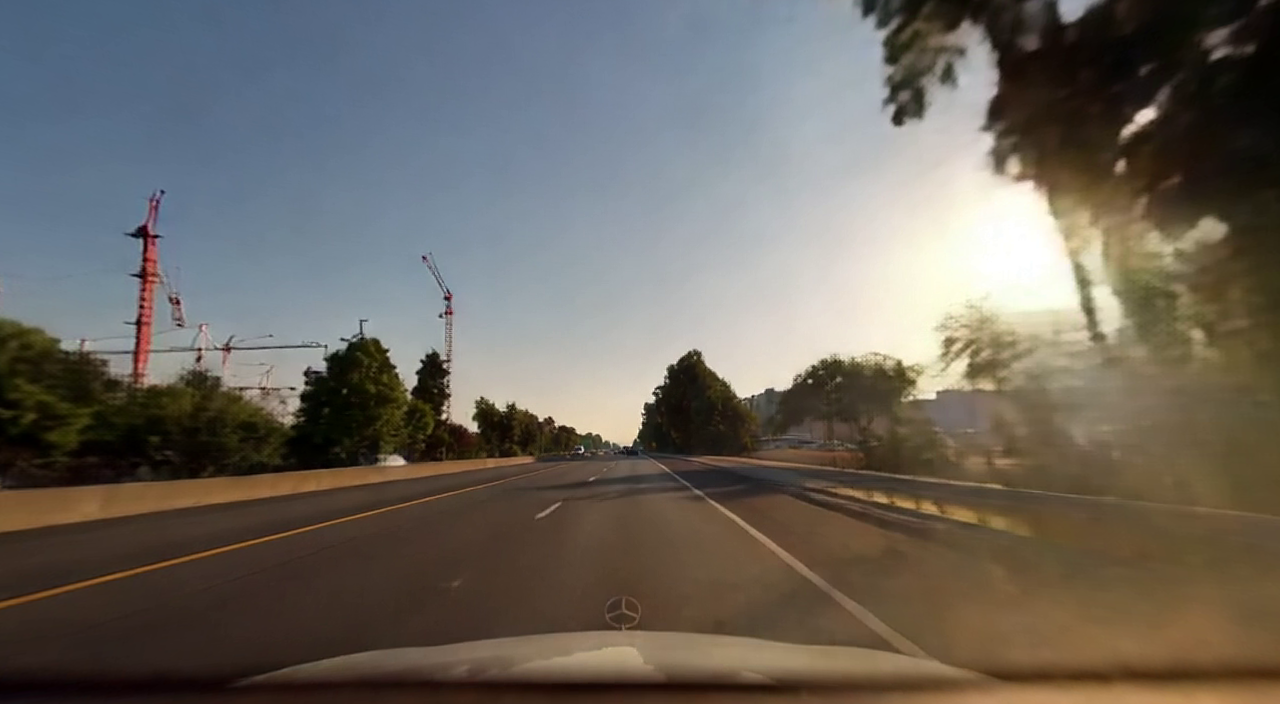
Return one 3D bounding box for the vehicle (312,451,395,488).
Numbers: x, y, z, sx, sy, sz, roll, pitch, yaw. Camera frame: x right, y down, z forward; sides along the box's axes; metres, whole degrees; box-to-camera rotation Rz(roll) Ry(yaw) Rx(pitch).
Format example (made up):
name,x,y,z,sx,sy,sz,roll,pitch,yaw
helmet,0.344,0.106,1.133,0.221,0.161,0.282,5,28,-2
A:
name,x,y,z,sx,sy,sz,roll,pitch,yaw
vehicle,-12.920,5.294,28.753,1.804,1.519,4.128,0,-9,0
